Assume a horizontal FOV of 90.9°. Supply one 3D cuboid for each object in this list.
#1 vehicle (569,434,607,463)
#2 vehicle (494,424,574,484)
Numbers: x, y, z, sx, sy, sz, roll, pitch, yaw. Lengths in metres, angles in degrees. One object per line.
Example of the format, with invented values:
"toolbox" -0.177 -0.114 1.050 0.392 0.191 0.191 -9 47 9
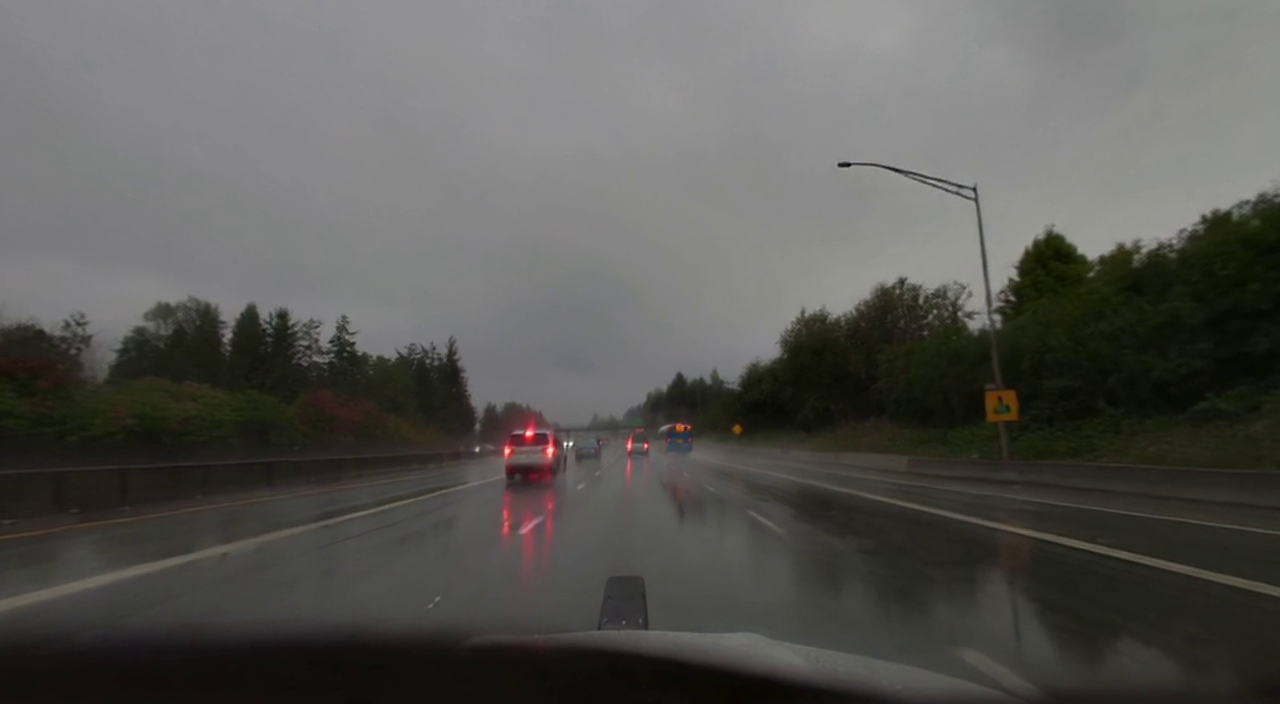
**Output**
"vehicle" -3.477 6.591 43.021 2.155 1.843 4.567 0 -8 0
"vehicle" -3.640 3.605 22.477 2.016 1.898 4.458 0 -8 1
